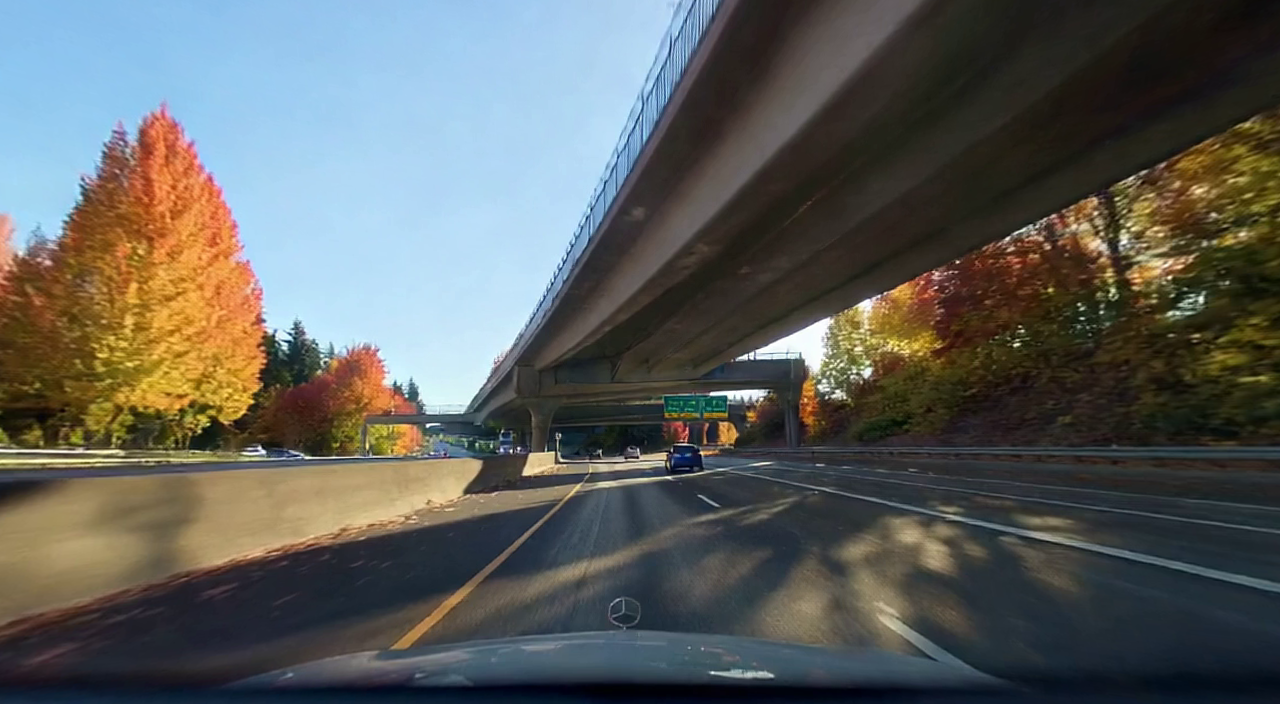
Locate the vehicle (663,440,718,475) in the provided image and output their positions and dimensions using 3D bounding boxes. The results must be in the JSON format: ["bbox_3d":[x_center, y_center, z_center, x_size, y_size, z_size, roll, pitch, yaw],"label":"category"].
[{"bbox_3d":[2.491,5.371,31.967,2.337,1.633,4.222,0,-9,-1],"label":"vehicle"}]
